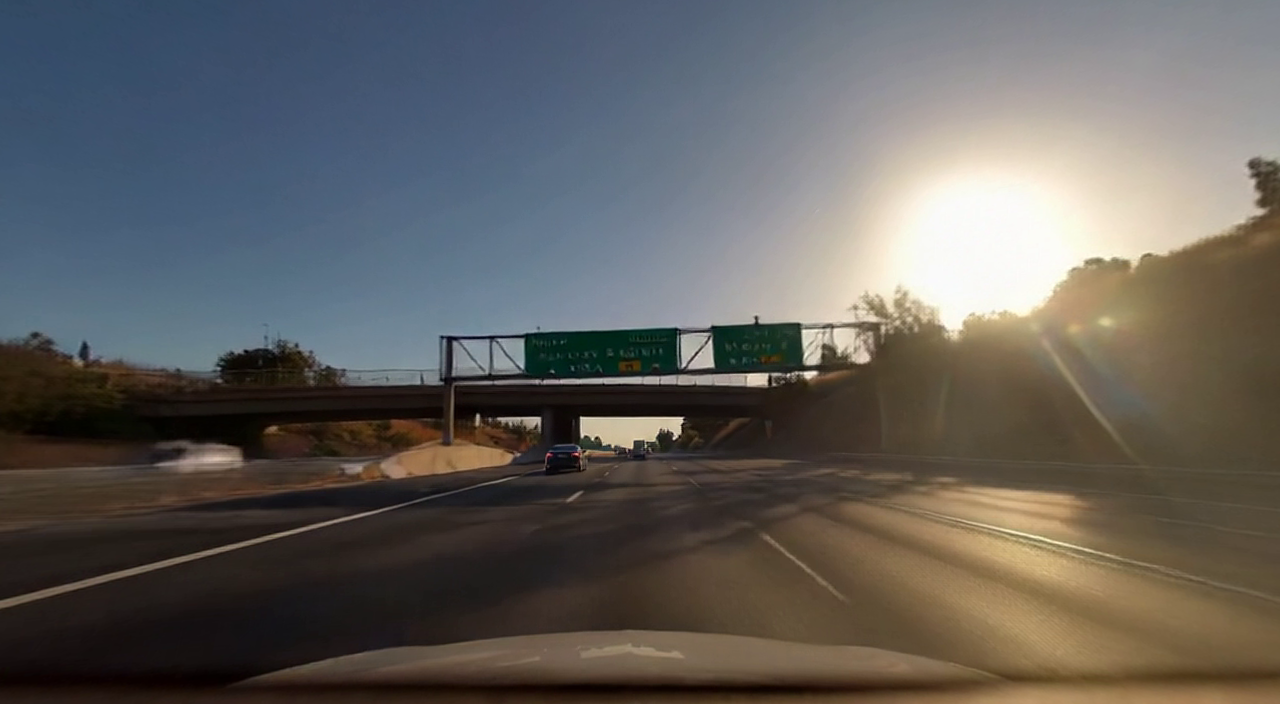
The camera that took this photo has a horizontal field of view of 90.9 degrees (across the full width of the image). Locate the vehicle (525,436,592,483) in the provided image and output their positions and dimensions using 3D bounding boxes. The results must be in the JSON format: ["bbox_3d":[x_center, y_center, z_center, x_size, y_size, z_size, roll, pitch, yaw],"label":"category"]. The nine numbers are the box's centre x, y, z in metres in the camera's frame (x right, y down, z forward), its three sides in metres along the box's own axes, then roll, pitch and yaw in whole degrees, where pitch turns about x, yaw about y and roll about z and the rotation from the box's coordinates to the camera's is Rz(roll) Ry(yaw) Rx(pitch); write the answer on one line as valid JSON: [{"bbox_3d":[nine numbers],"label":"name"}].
[{"bbox_3d":[-3.154,4.268,25.413,2.072,1.706,4.359,0,-8,1],"label":"vehicle"}]
